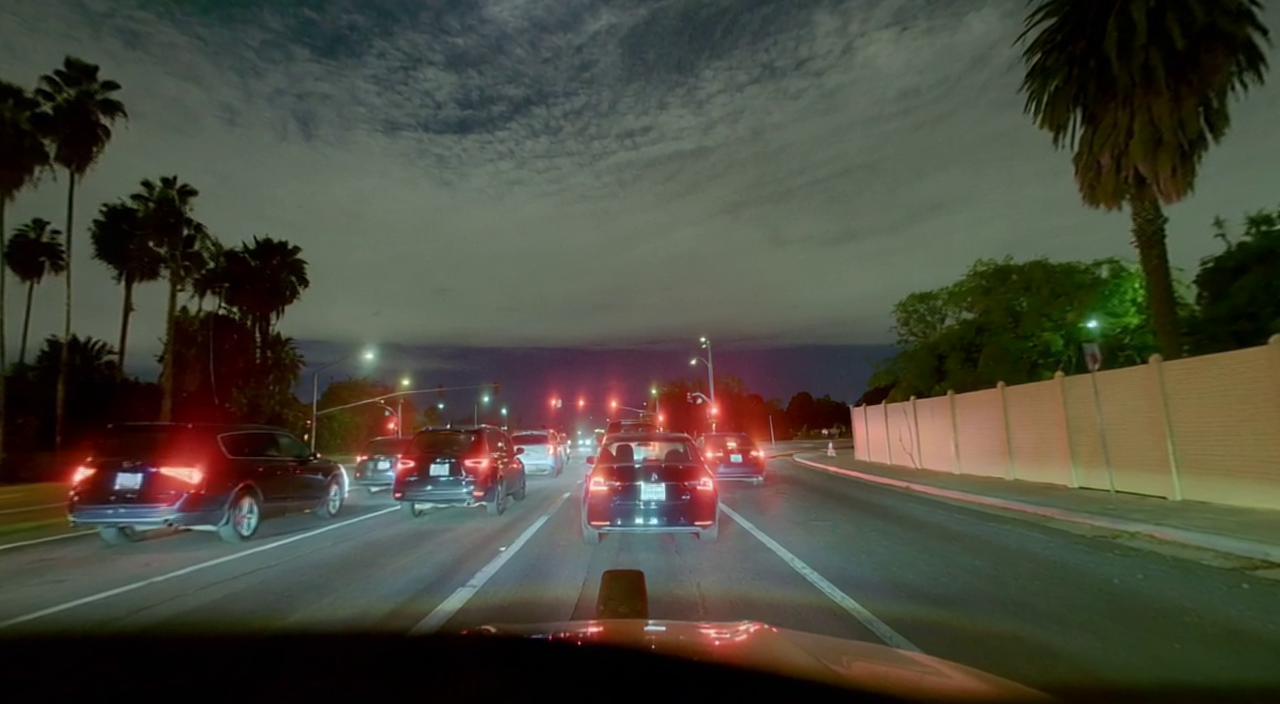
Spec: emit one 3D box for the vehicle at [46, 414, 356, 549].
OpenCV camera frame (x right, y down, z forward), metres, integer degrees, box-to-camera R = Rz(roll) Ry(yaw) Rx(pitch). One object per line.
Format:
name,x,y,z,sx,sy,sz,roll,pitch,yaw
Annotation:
vehicle,-6.684,2.001,10.422,1.963,1.721,4.467,0,-8,-2

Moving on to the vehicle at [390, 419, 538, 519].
vehicle,-3.450,2.380,13.298,2.007,1.746,4.136,0,-8,-2

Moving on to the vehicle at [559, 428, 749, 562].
vehicle,0.072,1.924,9.267,2.128,1.473,4.272,0,-8,-2
